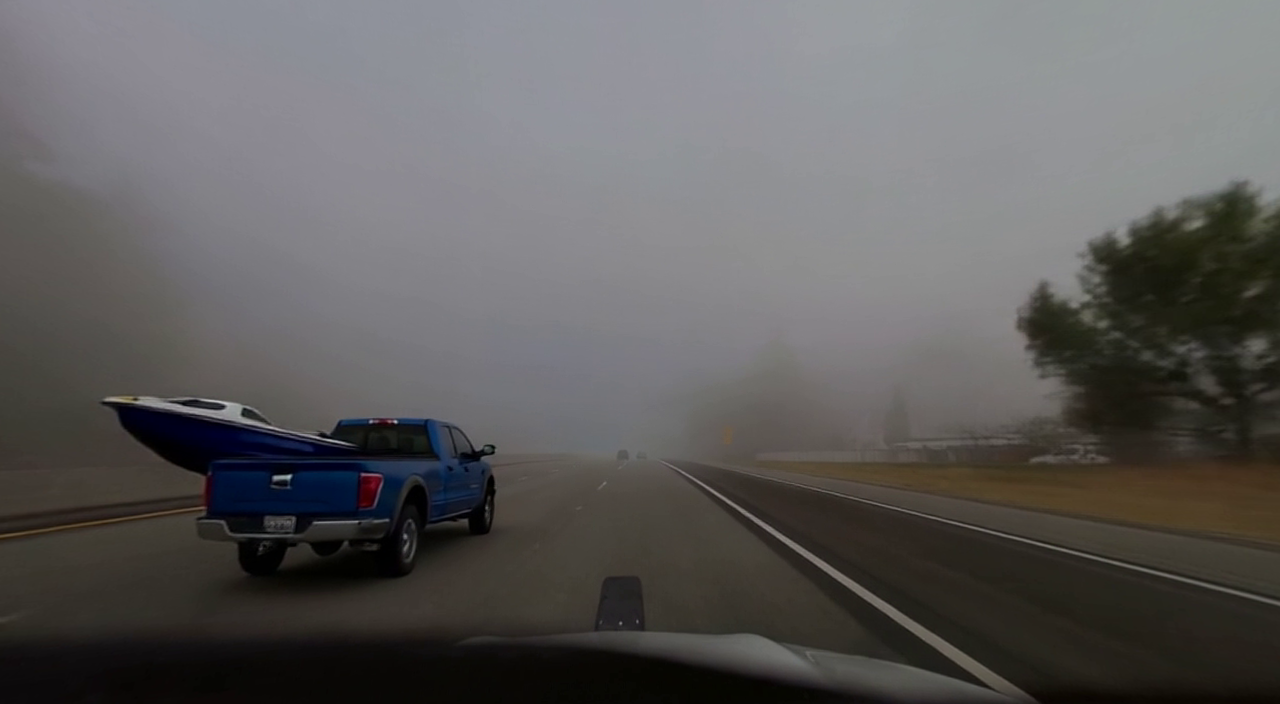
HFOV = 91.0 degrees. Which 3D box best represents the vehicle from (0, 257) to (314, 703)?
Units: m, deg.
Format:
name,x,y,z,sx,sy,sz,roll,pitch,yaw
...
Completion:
name,x,y,z,sx,sy,sz,roll,pitch,yaw
vehicle,-3.031,0.528,1.081,1.919,1.935,5.609,0,-8,0
